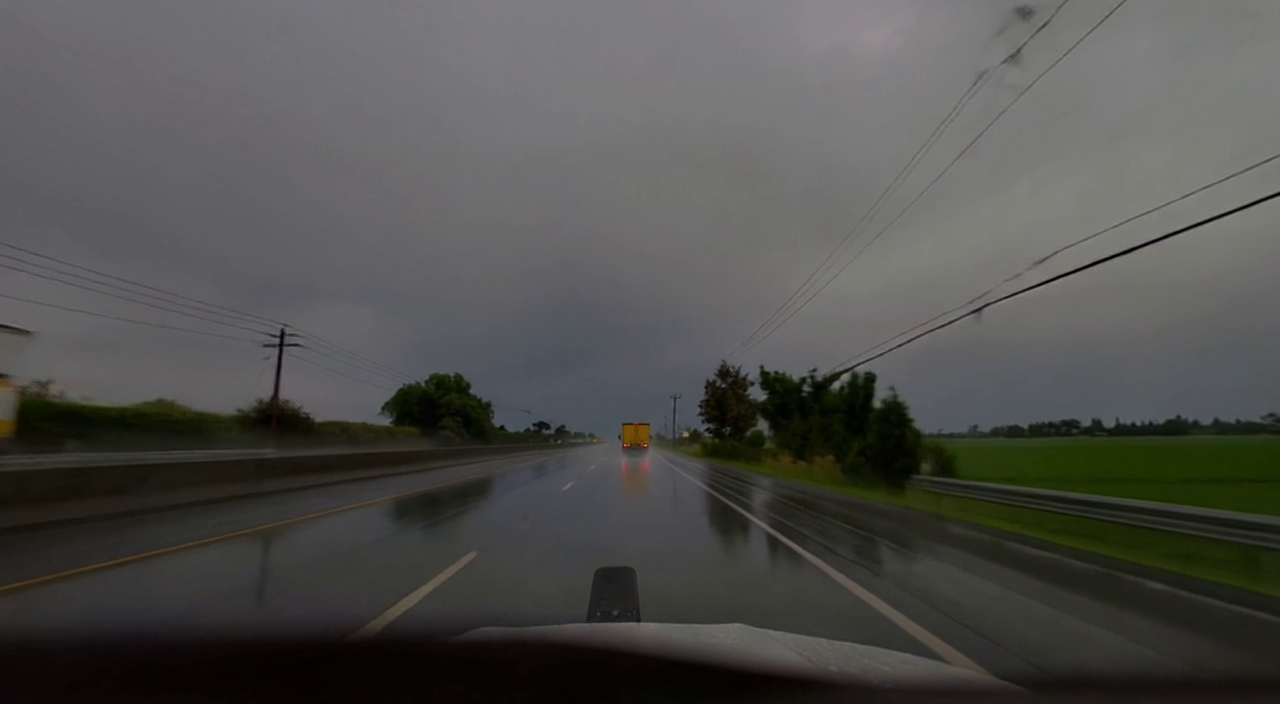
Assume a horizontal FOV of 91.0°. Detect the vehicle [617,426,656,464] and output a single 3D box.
[{"bbox_3d":[-0.266,5.726,38.770,2.240,2.129,4.480,0,-8,-2],"label":"vehicle"}]
